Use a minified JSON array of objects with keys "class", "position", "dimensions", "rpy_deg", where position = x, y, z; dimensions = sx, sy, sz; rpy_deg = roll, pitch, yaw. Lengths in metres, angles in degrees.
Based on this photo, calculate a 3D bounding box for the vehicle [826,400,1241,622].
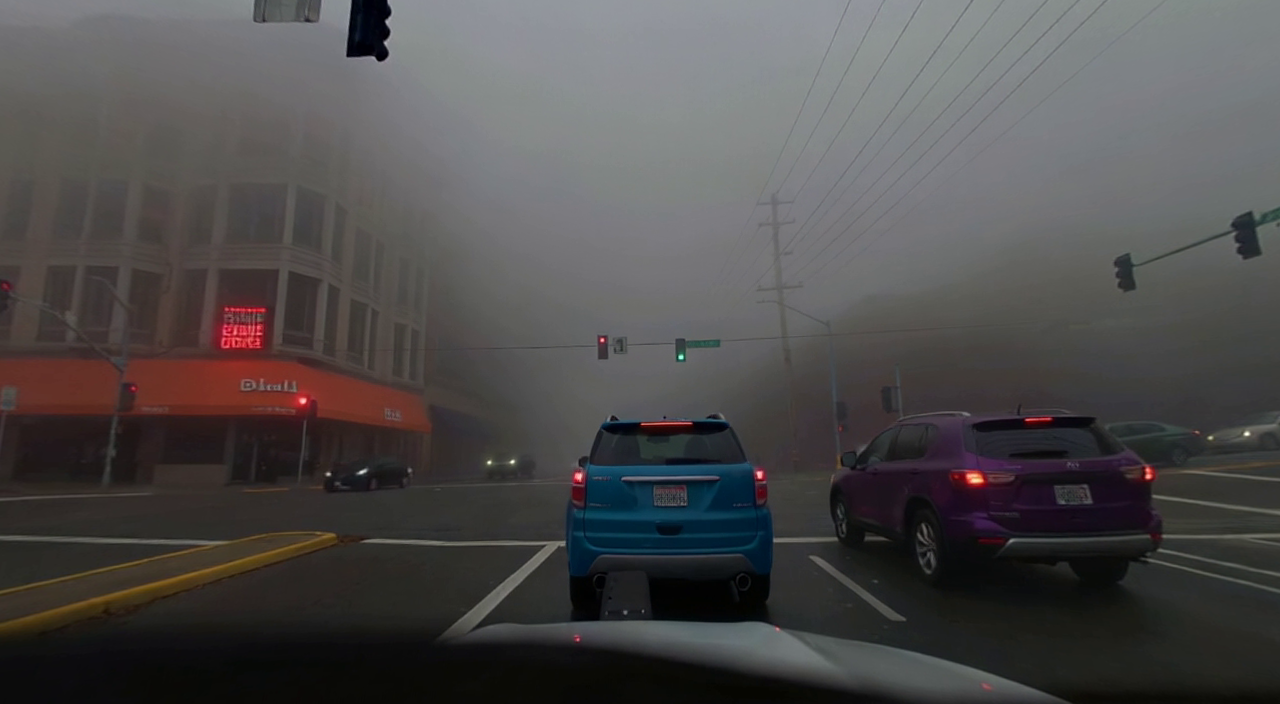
[{"class":"vehicle","position":[3.612,1.518,6.968],"dimensions":[1.976,1.664,4.189],"rpy_deg":[-1,-8,2]}]

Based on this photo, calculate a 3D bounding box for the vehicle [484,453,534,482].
[{"class":"vehicle","position":[-8.958,7.921,43.480],"dimensions":[2.029,1.776,4.711],"rpy_deg":[-1,-8,6]}]

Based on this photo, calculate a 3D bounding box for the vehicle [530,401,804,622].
[{"class":"vehicle","position":[0.258,1.508,6.821],"dimensions":[2.098,1.682,3.778],"rpy_deg":[0,-8,2]}]

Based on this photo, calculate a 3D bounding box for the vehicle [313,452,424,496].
[{"class":"vehicle","position":[-10.290,4.624,24.357],"dimensions":[1.911,1.461,4.691],"rpy_deg":[-1,-8,4]}]

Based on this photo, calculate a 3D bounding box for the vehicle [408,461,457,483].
[{"class":"vehicle","position":[-15.491,8.960,47.265],"dimensions":[1.875,1.475,4.449],"rpy_deg":[-1,-8,5]}]
